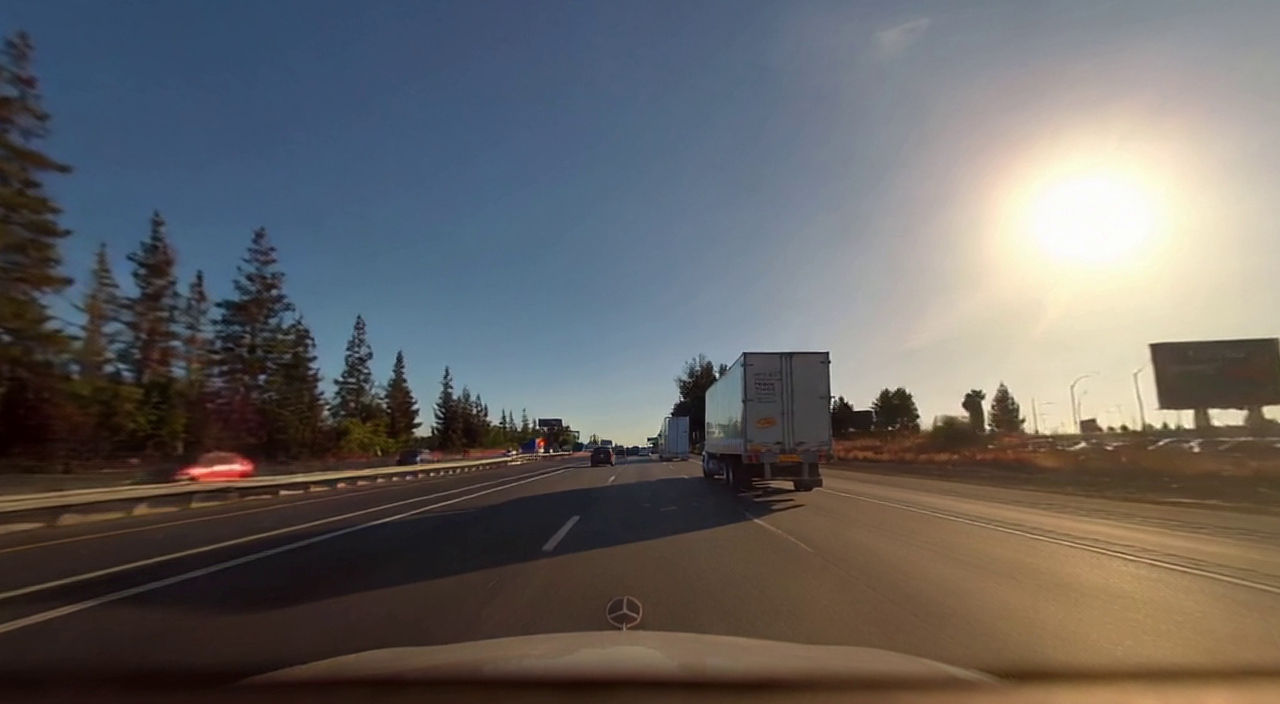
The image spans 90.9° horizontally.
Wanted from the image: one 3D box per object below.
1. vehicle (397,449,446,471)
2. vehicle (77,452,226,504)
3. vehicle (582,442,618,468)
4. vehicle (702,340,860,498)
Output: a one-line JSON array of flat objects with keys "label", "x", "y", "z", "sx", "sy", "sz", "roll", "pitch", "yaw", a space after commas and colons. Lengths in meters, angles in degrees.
[{"label": "vehicle", "x": -15.928, "y": 7.869, "z": 46.122, "sx": 2.007, "sy": 1.478, "sz": 4.208, "roll": 0, "pitch": -9, "yaw": 1}, {"label": "vehicle", "x": -14.964, "y": 3.836, "z": 19.589, "sx": 1.662, "sy": 1.445, "sz": 3.601, "roll": 0, "pitch": -9, "yaw": 1}, {"label": "vehicle", "x": -2.887, "y": 7.634, "z": 46.805, "sx": 2.291, "sy": 1.788, "sz": 4.825, "roll": 0, "pitch": -9, "yaw": 1}, {"label": "vehicle", "x": 4.489, "y": 2.865, "z": 24.149, "sx": 2.826, "sy": 4.269, "sz": 14.176, "roll": 0, "pitch": -9, "yaw": 0}]
